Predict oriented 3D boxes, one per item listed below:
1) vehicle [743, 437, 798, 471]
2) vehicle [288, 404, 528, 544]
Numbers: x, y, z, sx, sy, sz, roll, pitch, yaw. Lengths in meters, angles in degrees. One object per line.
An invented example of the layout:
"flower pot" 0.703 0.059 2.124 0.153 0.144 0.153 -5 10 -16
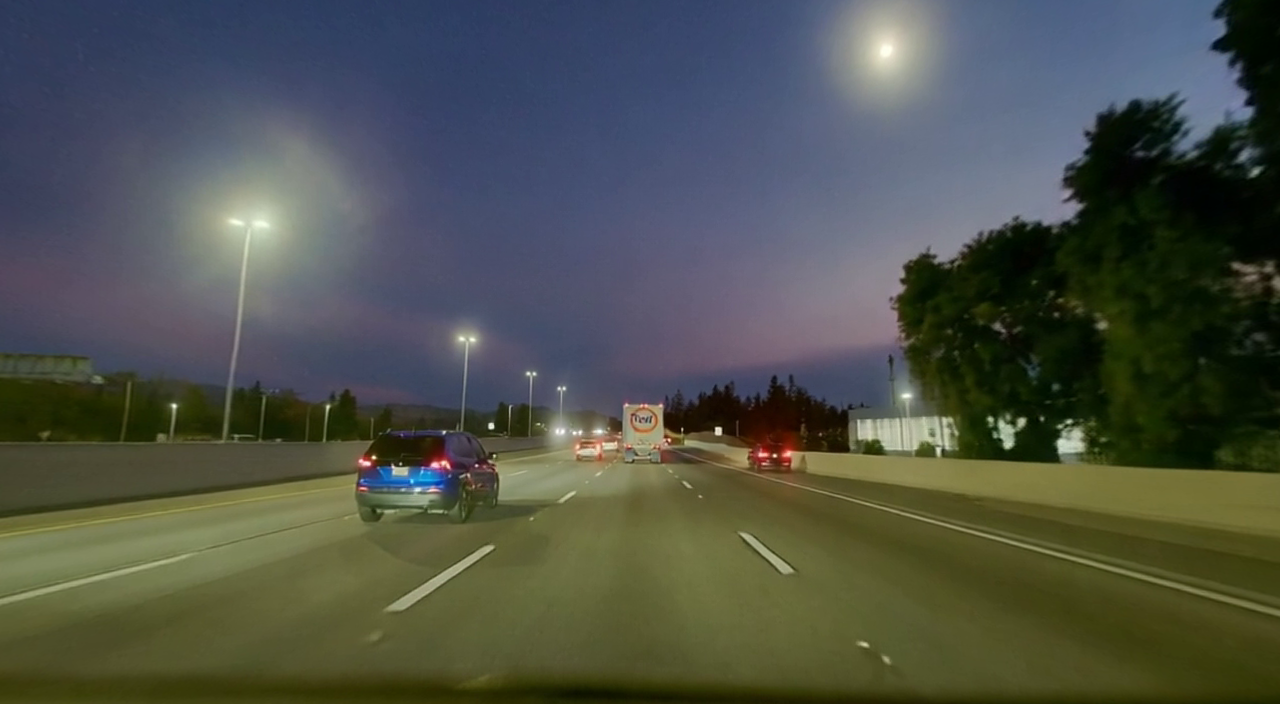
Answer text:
"vehicle" 6.826 5.405 33.367 1.958 1.681 4.109 0 -9 -1
"vehicle" -3.491 1.974 10.779 2.178 1.826 4.933 0 -9 1
